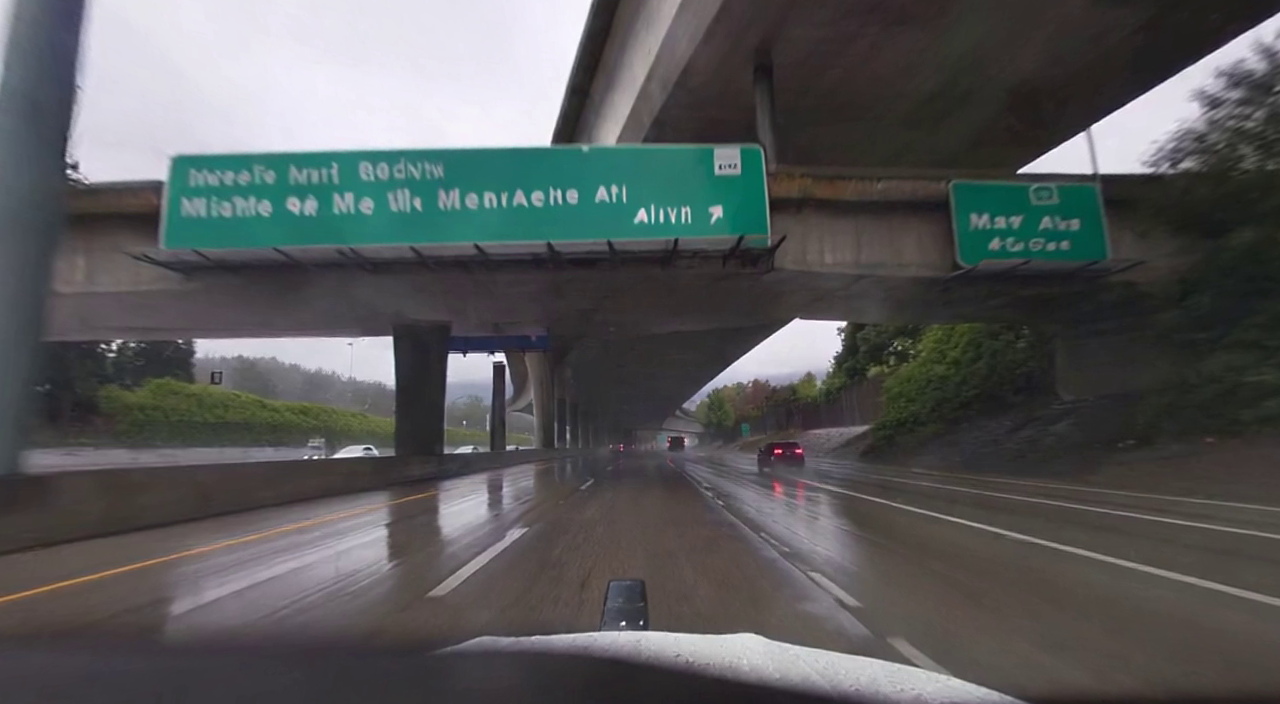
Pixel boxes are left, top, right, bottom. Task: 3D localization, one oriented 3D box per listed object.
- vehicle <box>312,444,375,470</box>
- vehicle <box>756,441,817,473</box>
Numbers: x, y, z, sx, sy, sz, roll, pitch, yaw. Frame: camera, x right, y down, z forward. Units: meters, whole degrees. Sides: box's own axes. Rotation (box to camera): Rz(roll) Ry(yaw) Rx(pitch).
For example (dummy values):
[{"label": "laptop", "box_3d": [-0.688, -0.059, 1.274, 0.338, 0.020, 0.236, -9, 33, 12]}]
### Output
[{"label": "vehicle", "box_3d": [-21.644, 7.683, 46.341, 1.956, 1.751, 5.372, 0, -8, 1]}, {"label": "vehicle", "box_3d": [7.225, 5.211, 31.595, 1.914, 1.465, 4.574, 0, -8, -1]}]
